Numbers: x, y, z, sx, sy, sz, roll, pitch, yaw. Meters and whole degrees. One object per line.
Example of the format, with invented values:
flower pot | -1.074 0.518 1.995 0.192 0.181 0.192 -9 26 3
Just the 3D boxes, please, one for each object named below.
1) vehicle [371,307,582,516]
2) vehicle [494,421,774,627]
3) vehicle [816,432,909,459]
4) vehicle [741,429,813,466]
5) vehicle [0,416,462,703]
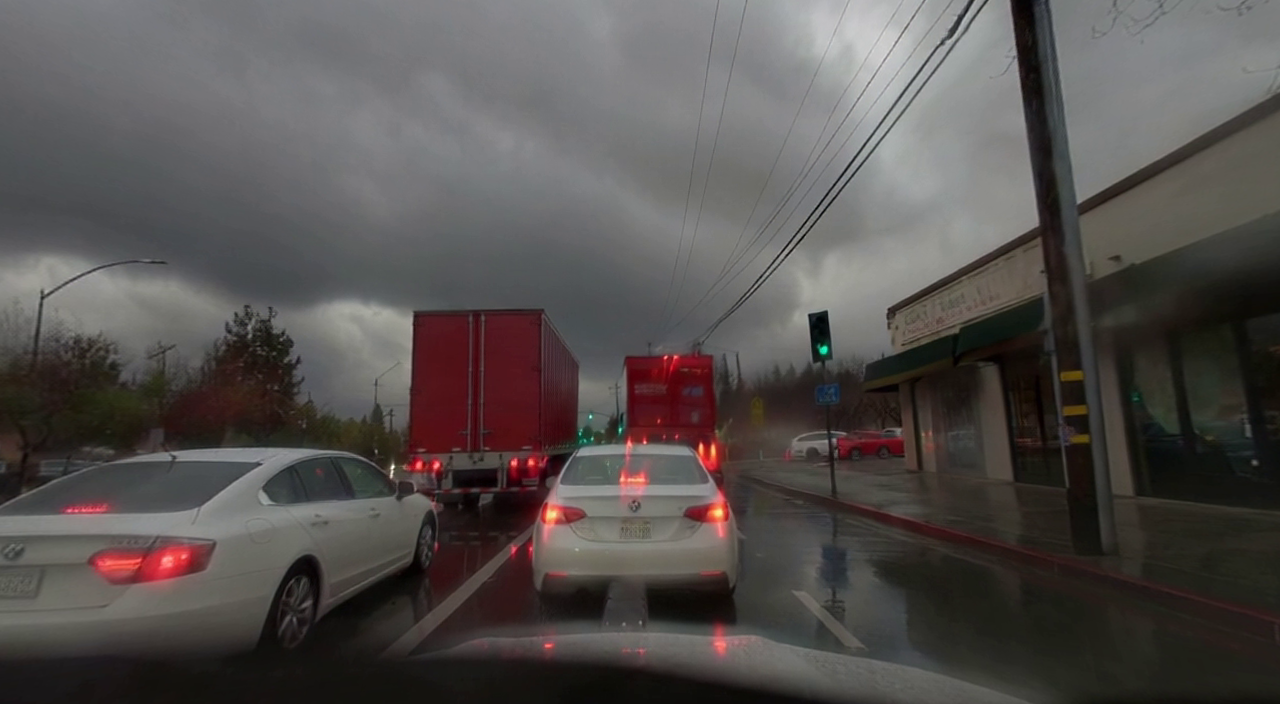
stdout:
vehicle | -3.264 1.562 14.962 3.020 3.800 7.105 0 -8 0
vehicle | -0.098 1.580 6.782 2.067 1.506 4.118 0 -8 -2
vehicle | 12.631 5.340 35.825 4.574 1.478 1.880 -1 -8 3
vehicle | 7.254 5.128 33.819 2.061 1.845 4.829 1 -9 -10
vehicle | -3.096 1.366 5.170 1.969 1.471 4.378 0 -8 0
